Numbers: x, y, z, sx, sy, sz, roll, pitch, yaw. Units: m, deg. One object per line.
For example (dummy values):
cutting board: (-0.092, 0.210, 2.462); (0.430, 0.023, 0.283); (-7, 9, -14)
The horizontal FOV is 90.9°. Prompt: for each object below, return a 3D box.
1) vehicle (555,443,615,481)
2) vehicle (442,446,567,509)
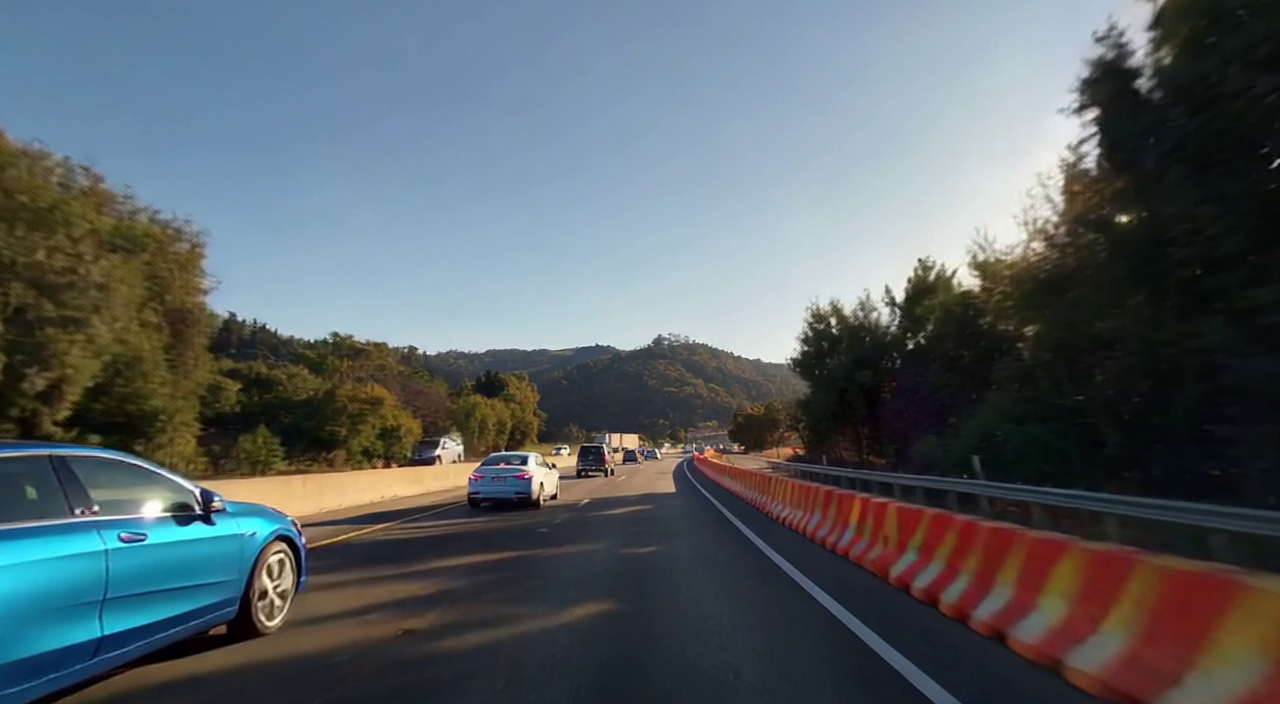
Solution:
vehicle: (-2.315, 4.808, 27.723); (2.094, 1.480, 4.124); (-1, -9, 3)
vehicle: (-3.112, 2.982, 15.378); (2.061, 1.330, 3.928); (-1, -9, 2)
